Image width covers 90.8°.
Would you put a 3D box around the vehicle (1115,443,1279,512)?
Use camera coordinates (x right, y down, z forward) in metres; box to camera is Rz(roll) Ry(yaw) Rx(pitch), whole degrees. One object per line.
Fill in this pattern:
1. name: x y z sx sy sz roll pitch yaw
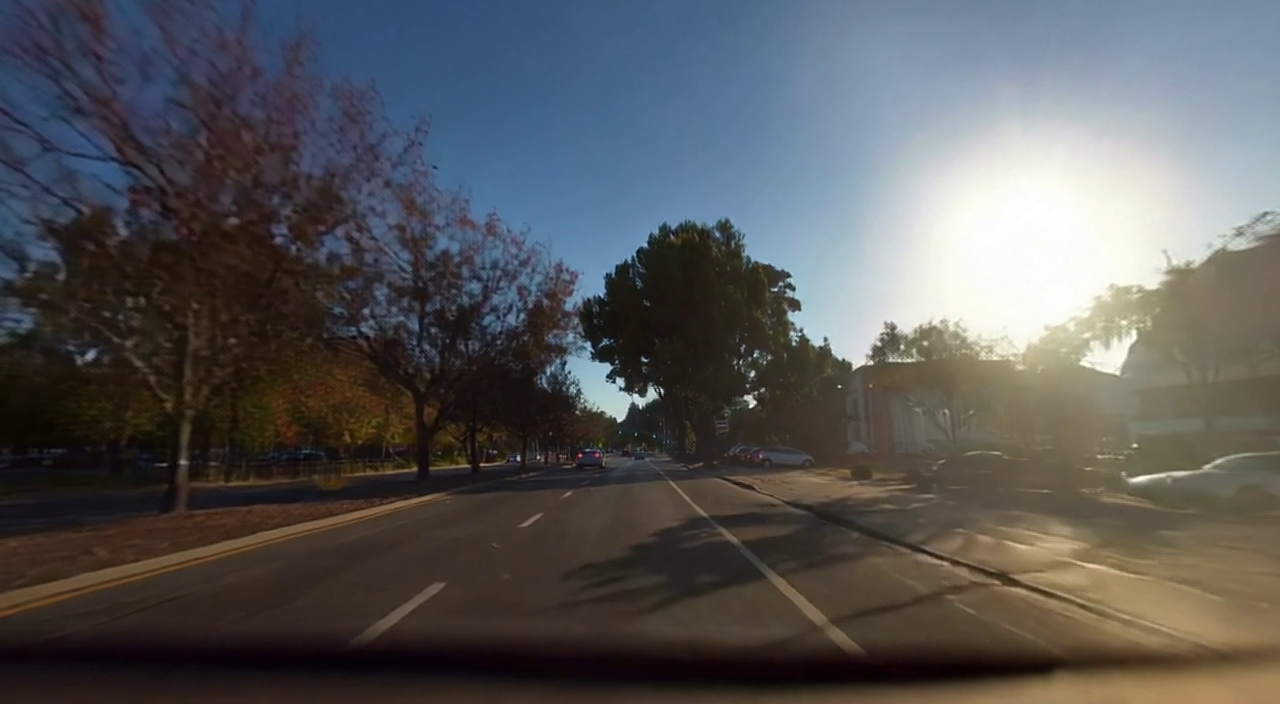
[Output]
1. vehicle: 15.947 3.359 17.332 4.490 1.696 2.032 1 -9 -11

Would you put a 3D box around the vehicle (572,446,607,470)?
1. vehicle: -3.347 7.089 42.459 2.030 1.550 3.925 0 -8 0

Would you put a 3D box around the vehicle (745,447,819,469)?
1. vehicle: 9.713 7.270 43.344 4.466 1.440 2.091 0 -9 -5
